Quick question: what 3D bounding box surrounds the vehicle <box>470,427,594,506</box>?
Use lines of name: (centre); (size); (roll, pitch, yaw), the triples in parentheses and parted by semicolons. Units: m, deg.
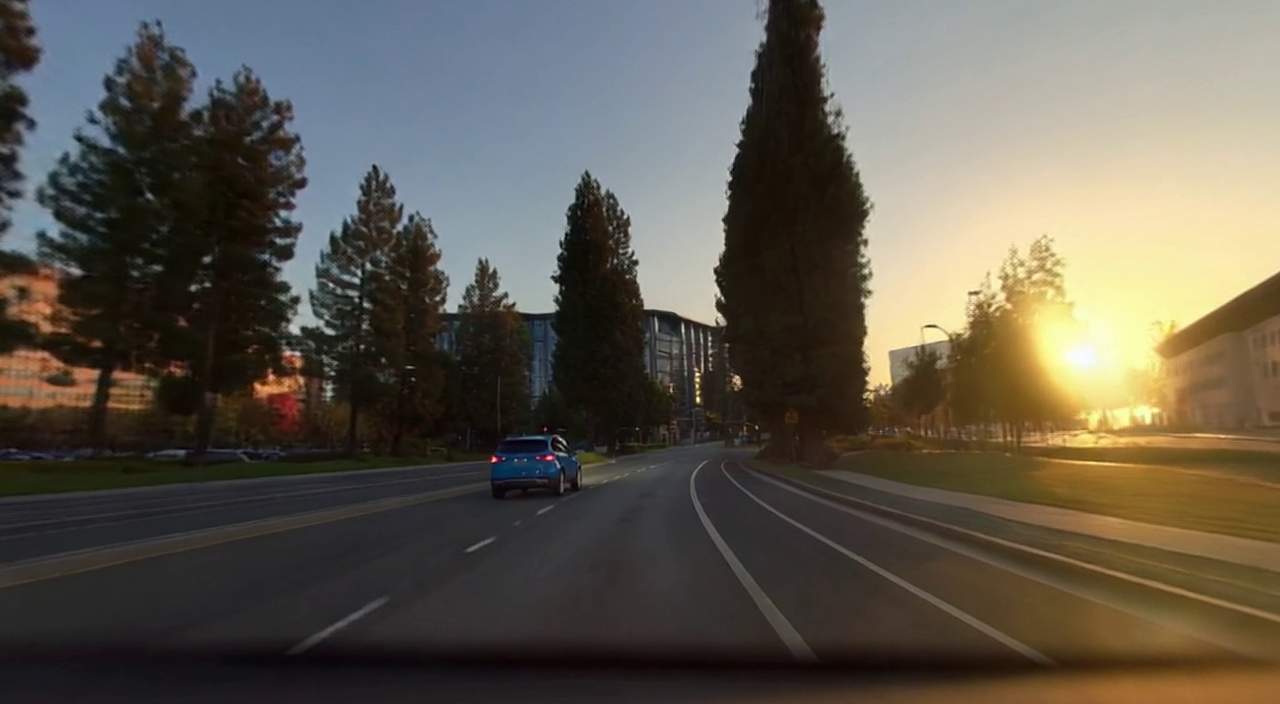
vehicle: (-2.560, 2.872, 16.196); (2.121, 1.724, 4.392); (-1, -9, 4)

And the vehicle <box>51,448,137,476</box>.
vehicle: (-42.846, 8.619, 49.670); (4.782, 2.077, 2.264); (-1, -9, 5)

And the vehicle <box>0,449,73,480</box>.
vehicle: (-43.058, 7.838, 44.080); (5.067, 2.065, 2.236); (-2, -9, 8)
